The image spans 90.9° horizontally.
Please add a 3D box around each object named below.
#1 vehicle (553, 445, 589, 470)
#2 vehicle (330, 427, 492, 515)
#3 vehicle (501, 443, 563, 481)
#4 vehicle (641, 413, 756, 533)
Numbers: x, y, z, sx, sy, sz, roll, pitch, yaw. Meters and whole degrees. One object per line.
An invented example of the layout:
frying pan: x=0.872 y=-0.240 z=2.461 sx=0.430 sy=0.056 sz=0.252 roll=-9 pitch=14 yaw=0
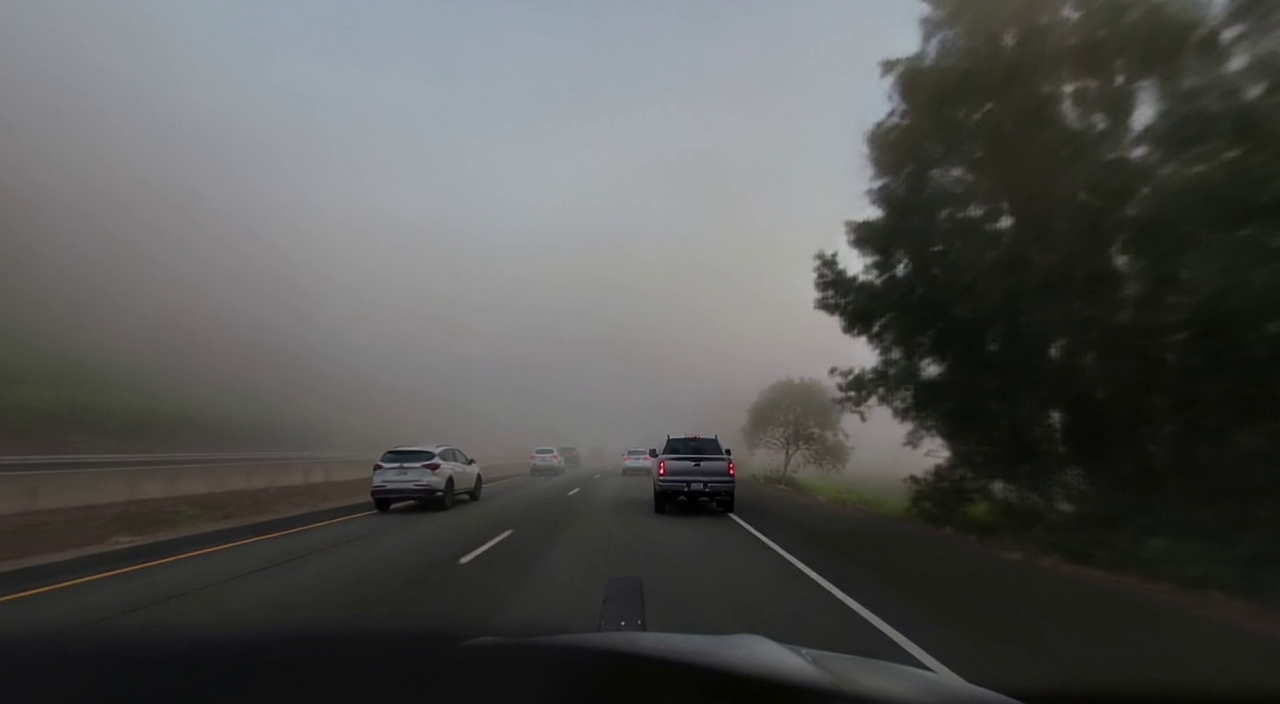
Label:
vehicle: x=-4.523 y=6.988 z=42.001 sx=1.855 sy=1.527 sz=4.209 roll=0 pitch=-9 yaw=1
vehicle: x=-4.840 y=2.584 z=14.087 sx=1.934 sy=1.642 sz=4.201 roll=0 pitch=-9 yaw=1
vehicle: x=-4.518 y=4.665 z=26.935 sx=1.867 sy=1.489 sz=3.829 roll=0 pitch=-9 yaw=1
vehicle: x=0.942 y=2.254 z=12.220 sx=1.825 sy=1.920 sz=3.960 roll=0 pitch=-9 yaw=0
